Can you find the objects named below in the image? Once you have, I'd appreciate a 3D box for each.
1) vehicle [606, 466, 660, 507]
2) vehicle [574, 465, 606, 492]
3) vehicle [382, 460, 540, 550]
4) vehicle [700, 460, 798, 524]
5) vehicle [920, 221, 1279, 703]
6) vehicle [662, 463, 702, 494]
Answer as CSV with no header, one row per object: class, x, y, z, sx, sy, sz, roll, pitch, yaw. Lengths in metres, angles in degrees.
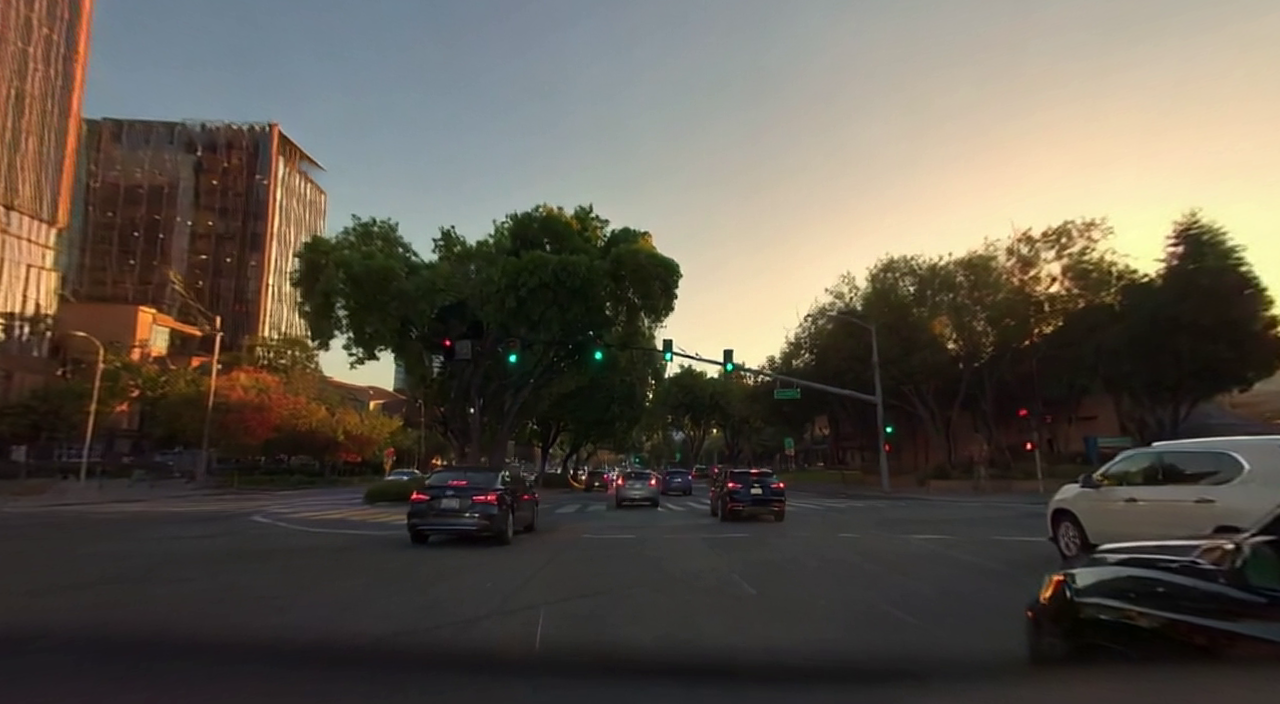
vehicle,-0.304,5.634,26.785,2.098,1.461,3.958,0,-8,-1
vehicle,-3.691,9.476,47.540,2.033,1.714,4.278,0,-8,0
vehicle,-3.542,3.118,13.532,2.045,1.463,4.490,0,-8,0
vehicle,3.188,4.206,19.574,1.996,1.566,4.917,0,-8,-2
vehicle,2.735,0.497,0.974,2.153,1.853,5.235,0,-8,0
vehicle,2.647,8.119,40.805,2.138,1.778,4.422,0,-8,-2
